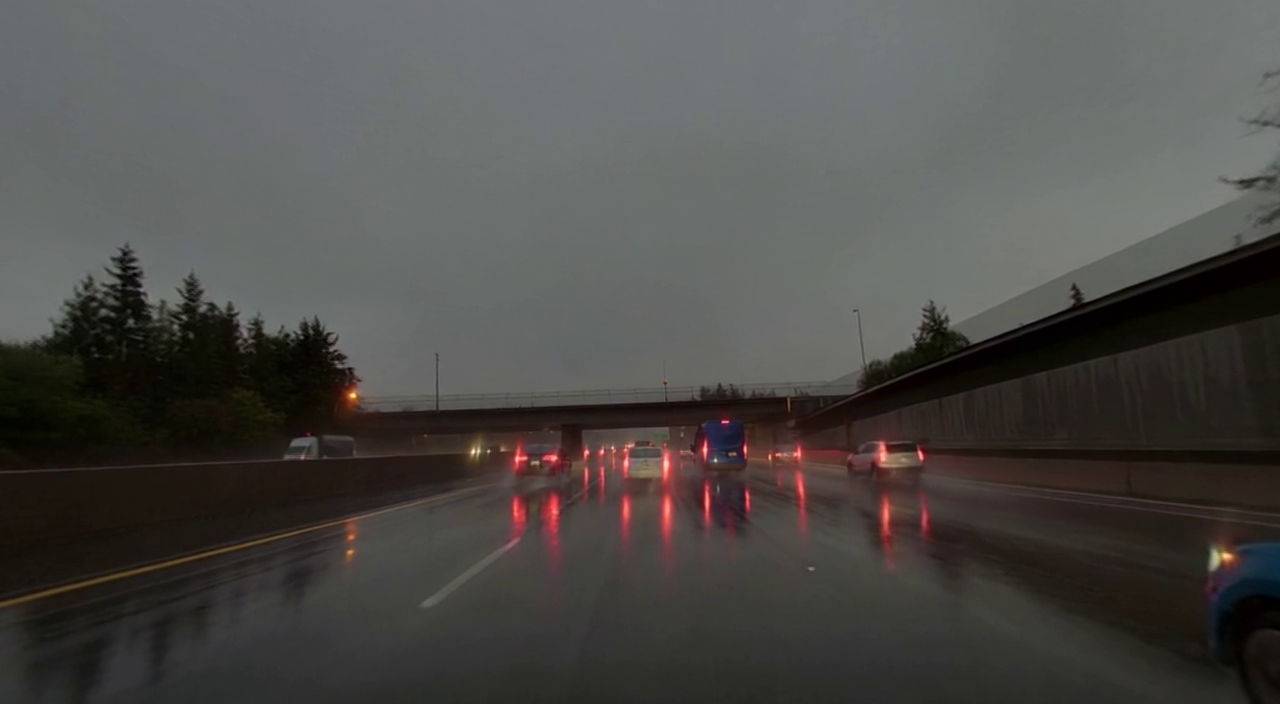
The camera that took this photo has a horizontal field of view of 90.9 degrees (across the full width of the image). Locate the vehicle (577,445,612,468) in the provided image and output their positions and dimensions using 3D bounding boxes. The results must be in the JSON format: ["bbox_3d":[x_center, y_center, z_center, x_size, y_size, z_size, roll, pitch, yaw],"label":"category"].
[{"bbox_3d":[-3.407,7.878,47.889,2.258,1.655,4.397,0,-8,1],"label":"vehicle"}]

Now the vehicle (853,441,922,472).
[{"bbox_3d":[15.781,6.667,40.539,2.189,1.869,5.080,0,-8,-2],"label":"vehicle"}]

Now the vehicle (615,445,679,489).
[{"bbox_3d":[0.241,4.173,23.274,2.174,1.467,4.005,0,-8,0],"label":"vehicle"}]

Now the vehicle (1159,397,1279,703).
[{"bbox_3d":[3.934,0.745,1.230,2.085,1.558,4.466,-1,-8,1],"label":"vehicle"}]

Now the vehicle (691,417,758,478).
[{"bbox_3d":[4.124,4.835,32.057,2.436,2.745,6.607,0,-8,0],"label":"vehicle"}]

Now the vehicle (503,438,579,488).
[{"bbox_3d":[-3.614,4.135,23.805,2.078,1.706,4.298,-1,-8,1],"label":"vehicle"}]
